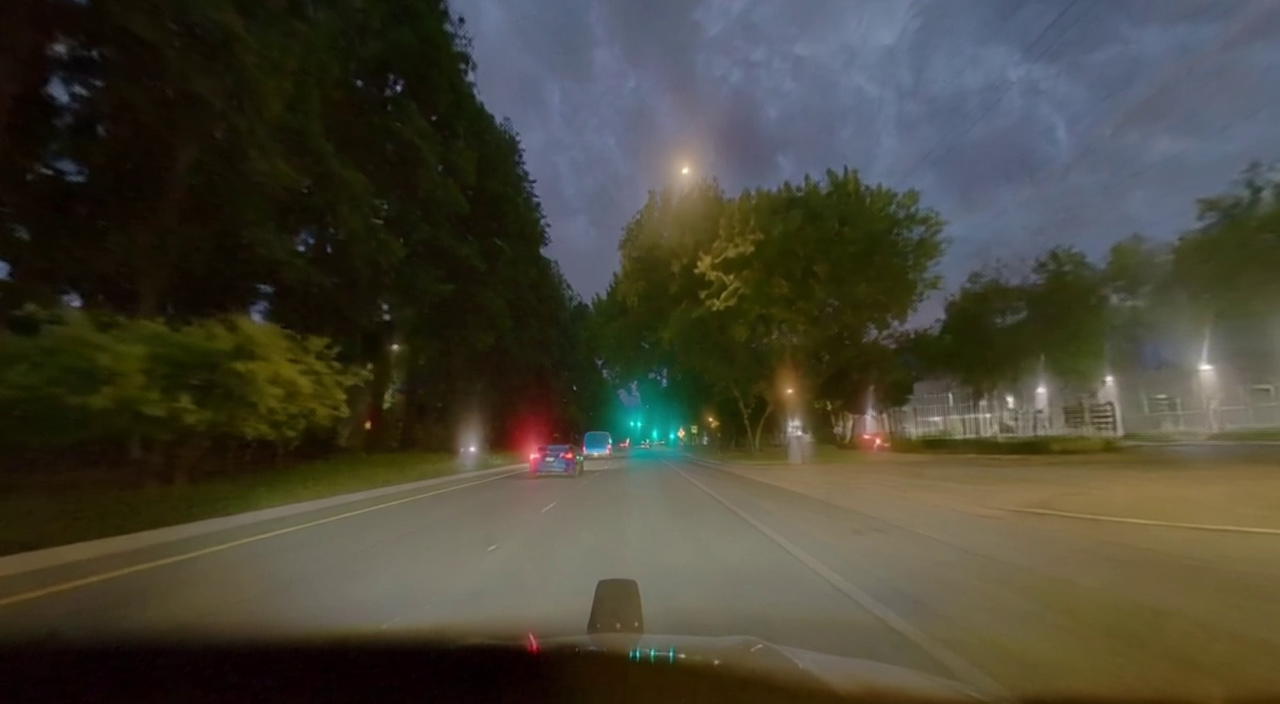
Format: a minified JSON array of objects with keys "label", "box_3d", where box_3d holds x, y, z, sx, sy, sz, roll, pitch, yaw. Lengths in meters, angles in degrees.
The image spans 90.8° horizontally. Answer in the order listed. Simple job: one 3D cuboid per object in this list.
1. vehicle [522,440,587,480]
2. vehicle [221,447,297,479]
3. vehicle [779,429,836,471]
[{"label":"vehicle","box_3d":[-3.338,4.305,25.430,2.009,1.473,4.028,0,-8,1]},{"label":"vehicle","box_3d":[-22.597,6.572,37.704,1.911,1.799,4.222,0,-8,-1]},{"label":"vehicle","box_3d":[7.142,4.195,27.147,1.596,1.654,2.920,-1,-8,0]}]
